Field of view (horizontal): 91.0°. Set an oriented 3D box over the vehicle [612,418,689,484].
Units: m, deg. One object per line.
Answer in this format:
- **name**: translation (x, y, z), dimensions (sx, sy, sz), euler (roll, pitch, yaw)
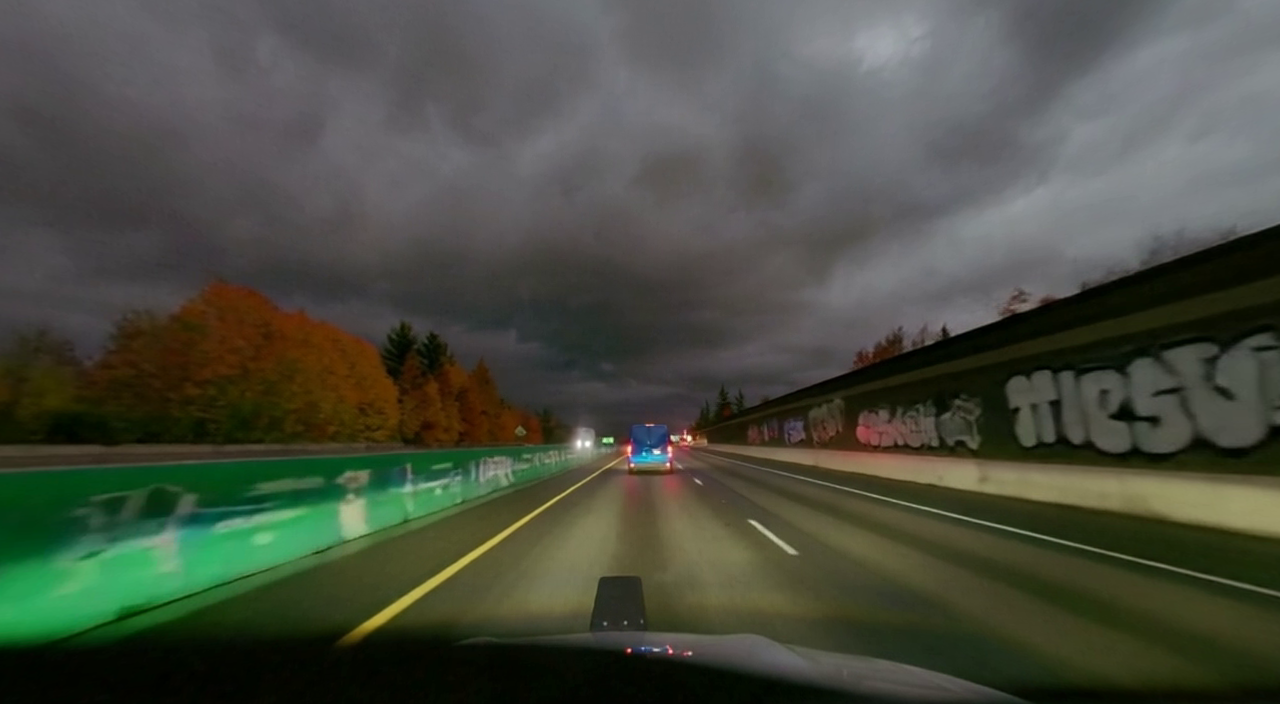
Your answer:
- **vehicle**: translation (0.277, 3.269, 20.935), dimensions (2.283, 1.956, 4.421), euler (0, -8, -1)
